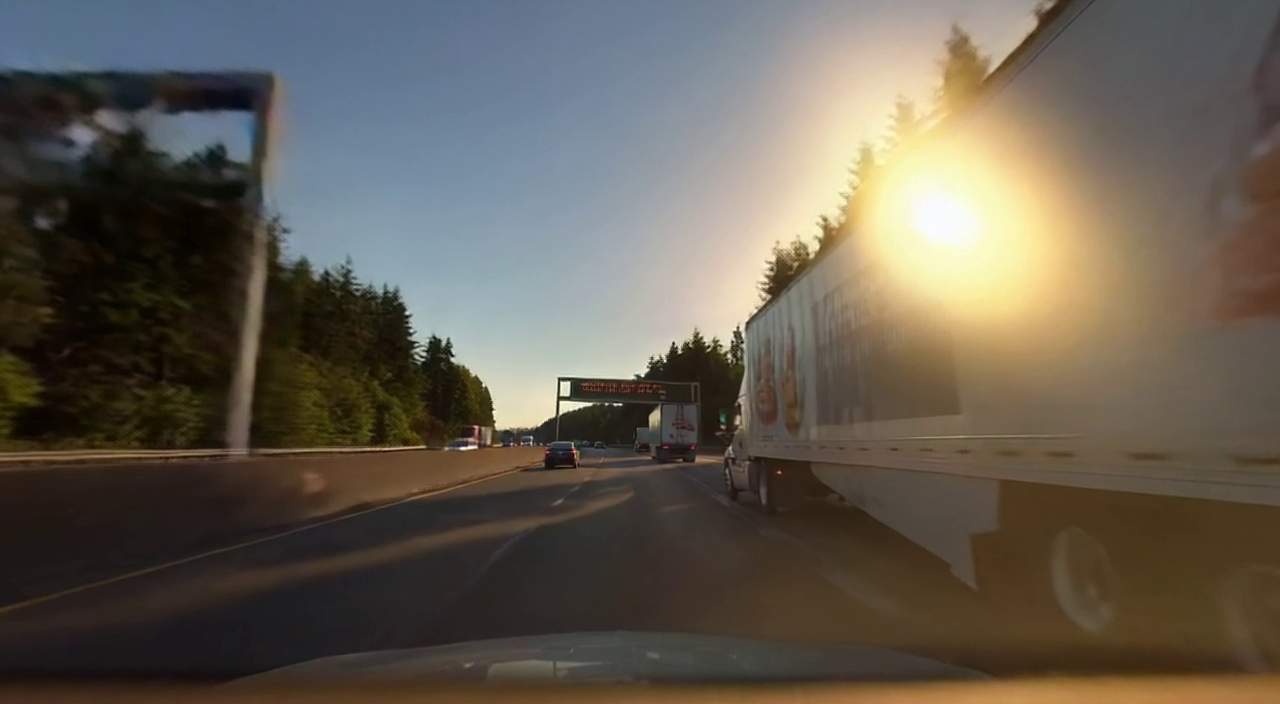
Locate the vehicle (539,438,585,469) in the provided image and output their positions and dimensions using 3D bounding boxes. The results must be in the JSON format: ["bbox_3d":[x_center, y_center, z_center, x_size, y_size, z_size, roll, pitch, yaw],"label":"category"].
[{"bbox_3d":[-4.408,5.800,36.196,2.206,1.644,4.027,0,-8,-2],"label":"vehicle"}]

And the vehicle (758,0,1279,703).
[{"bbox_3d":[3.830,0.002,4.785,2.948,4.045,13.051,0,-8,-2],"label":"vehicle"}]

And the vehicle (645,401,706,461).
[{"bbox_3d":[2.411,6.288,48.997,3.116,3.992,13.748,0,-8,-3],"label":"vehicle"}]
